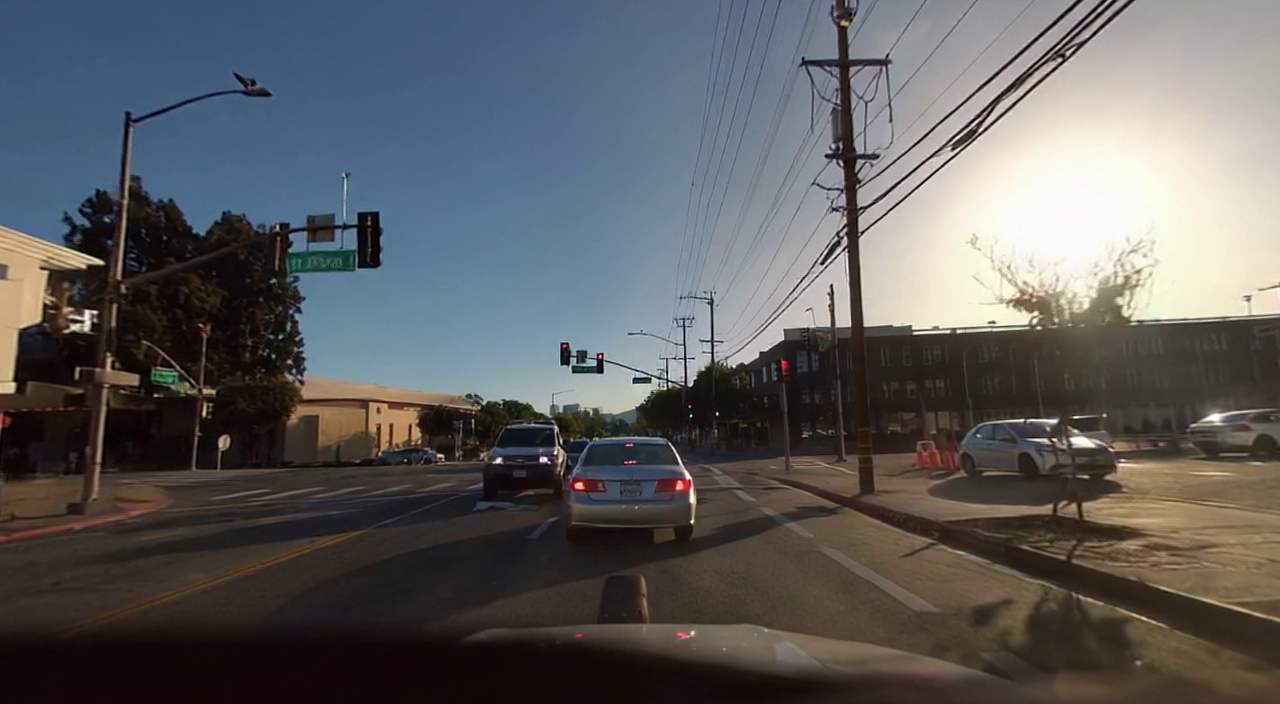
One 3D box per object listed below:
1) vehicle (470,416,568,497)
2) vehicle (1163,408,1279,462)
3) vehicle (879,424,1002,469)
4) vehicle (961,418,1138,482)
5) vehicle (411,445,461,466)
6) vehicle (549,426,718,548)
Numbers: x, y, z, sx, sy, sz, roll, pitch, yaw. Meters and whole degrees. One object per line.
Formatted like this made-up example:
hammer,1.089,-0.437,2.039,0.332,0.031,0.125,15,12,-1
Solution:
vehicle,-3.089,2.765,17.027,2.106,1.852,4.512,1,-8,-5
vehicle,18.710,2.616,19.716,4.446,1.511,1.977,4,-10,-29
vehicle,10.631,3.399,22.752,1.842,1.471,4.481,1,-8,-6
vehicle,10.549,2.574,16.716,1.888,1.455,4.268,0,-8,1
vehicle,-15.558,7.824,47.937,2.111,1.511,4.641,6,-10,-36
vehicle,-0.145,1.970,9.920,2.070,1.481,4.216,0,-8,-2
